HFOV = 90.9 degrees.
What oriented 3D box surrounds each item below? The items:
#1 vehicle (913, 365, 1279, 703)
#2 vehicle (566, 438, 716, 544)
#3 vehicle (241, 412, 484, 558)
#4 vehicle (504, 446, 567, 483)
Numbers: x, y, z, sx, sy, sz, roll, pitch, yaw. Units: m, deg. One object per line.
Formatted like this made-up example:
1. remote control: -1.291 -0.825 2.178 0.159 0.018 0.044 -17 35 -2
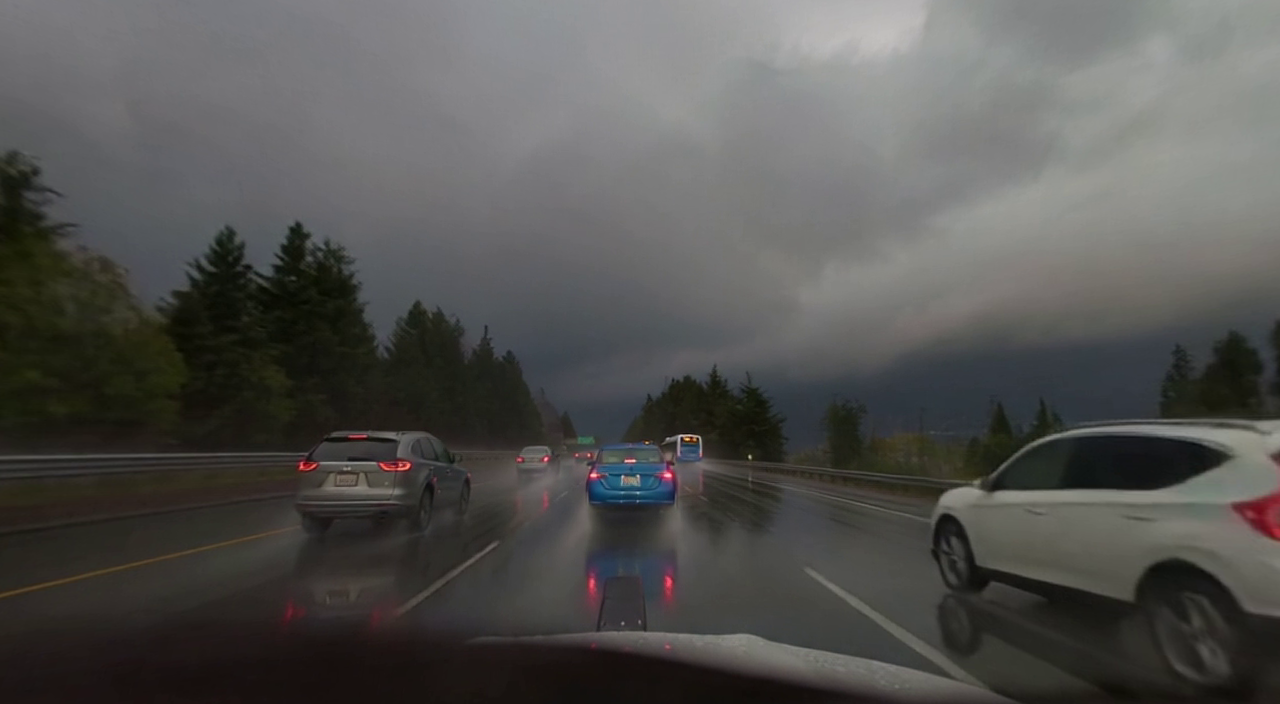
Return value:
1. vehicle: 3.706 1.104 3.964 1.996 1.688 4.207 0 -9 -1
2. vehicle: -0.044 2.308 11.105 2.120 1.478 4.179 0 -9 -2
3. vehicle: -3.792 1.886 9.562 1.830 1.703 4.142 0 -9 -1
4. vehicle: -4.458 4.855 27.498 2.122 1.491 3.800 0 -9 -1
